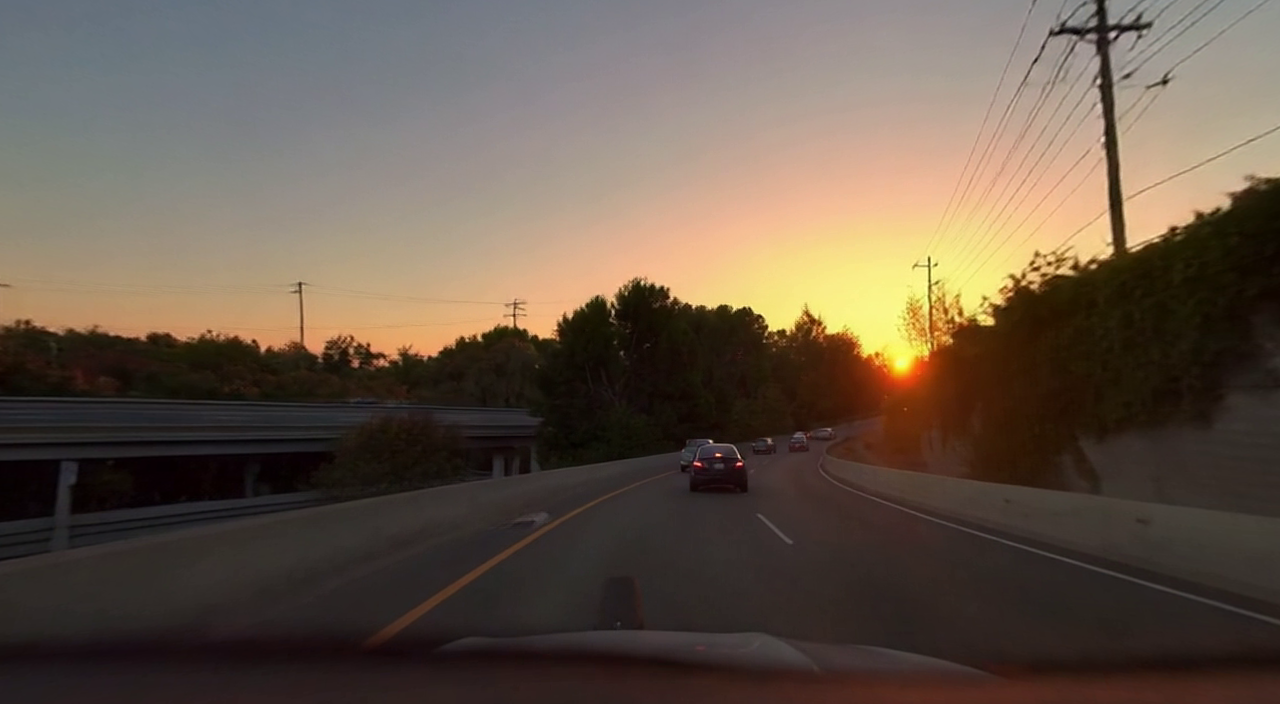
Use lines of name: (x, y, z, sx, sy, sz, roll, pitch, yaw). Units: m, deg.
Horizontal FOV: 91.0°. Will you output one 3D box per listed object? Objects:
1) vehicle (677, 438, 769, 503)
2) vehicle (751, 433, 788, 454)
vehicle: (2.190, 3.080, 16.862, 2.091, 1.482, 4.321, -1, -9, 7)
vehicle: (9.723, 6.848, 46.955, 1.931, 1.485, 4.191, -4, -9, 22)
